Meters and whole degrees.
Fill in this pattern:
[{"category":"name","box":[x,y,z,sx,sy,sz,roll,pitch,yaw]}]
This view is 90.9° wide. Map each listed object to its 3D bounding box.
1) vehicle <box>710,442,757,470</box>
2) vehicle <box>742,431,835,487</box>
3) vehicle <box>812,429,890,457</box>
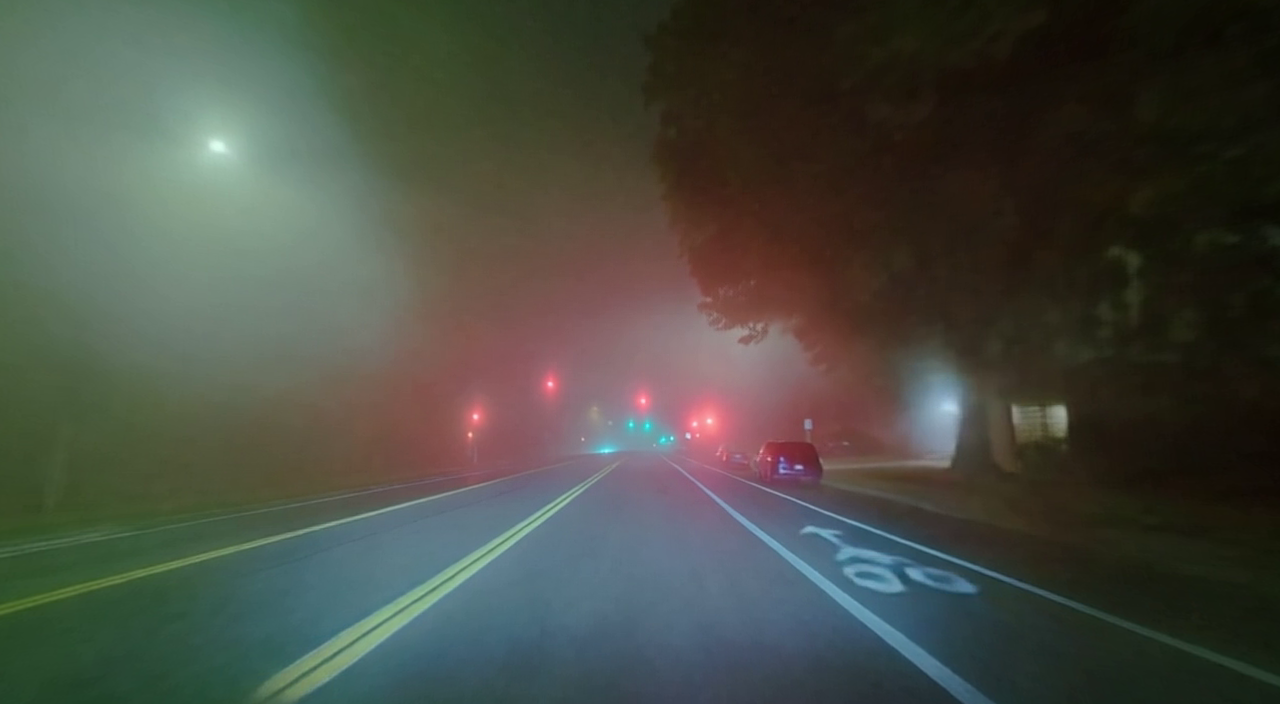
[{"category":"vehicle","box":[5.265,5.925,36.127,1.995,1.472,4.884,0,-8,0]},{"category":"vehicle","box":[5.021,3.683,22.012,2.069,1.743,4.595,0,-8,-1]},{"category":"vehicle","box":[13.620,5.919,40.908,4.283,1.750,2.227,0,-9,4]}]
